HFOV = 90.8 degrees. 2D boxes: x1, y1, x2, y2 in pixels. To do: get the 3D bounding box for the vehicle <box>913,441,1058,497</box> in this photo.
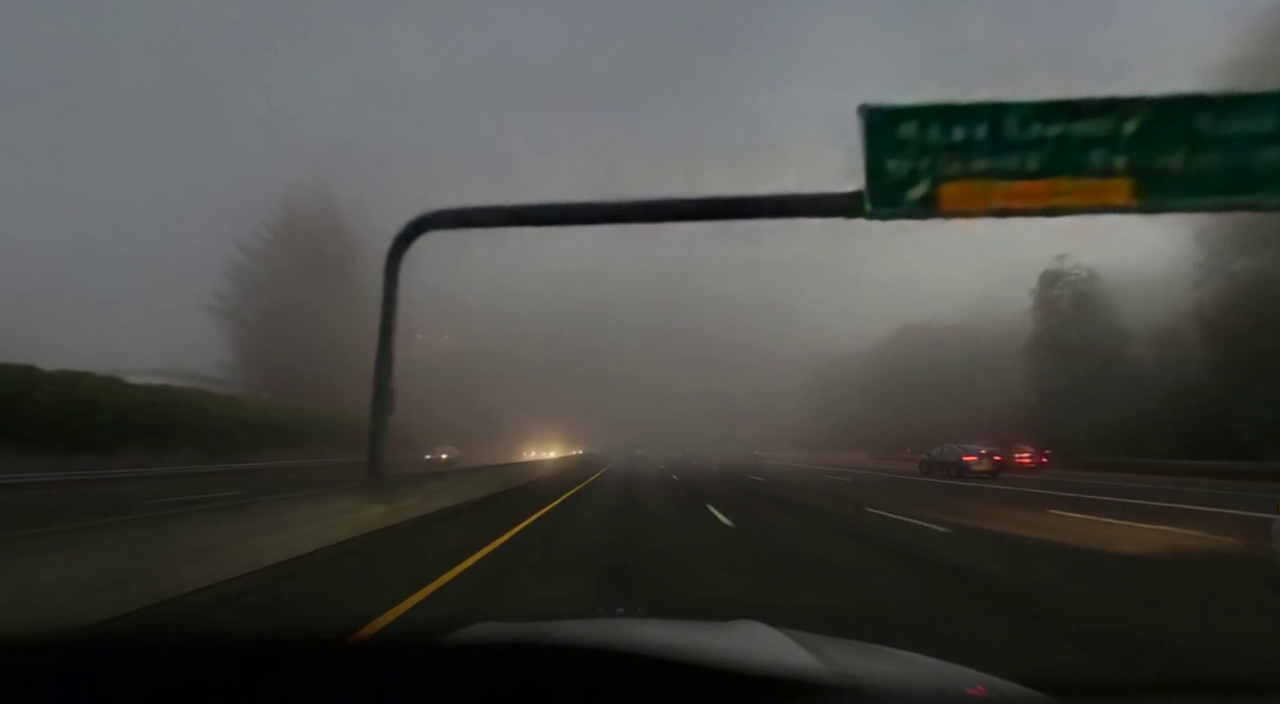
[{"bbox_3d":[9.792,3.325,18.354,1.836,1.418,4.132,0,-9,0],"label":"vehicle"}]
